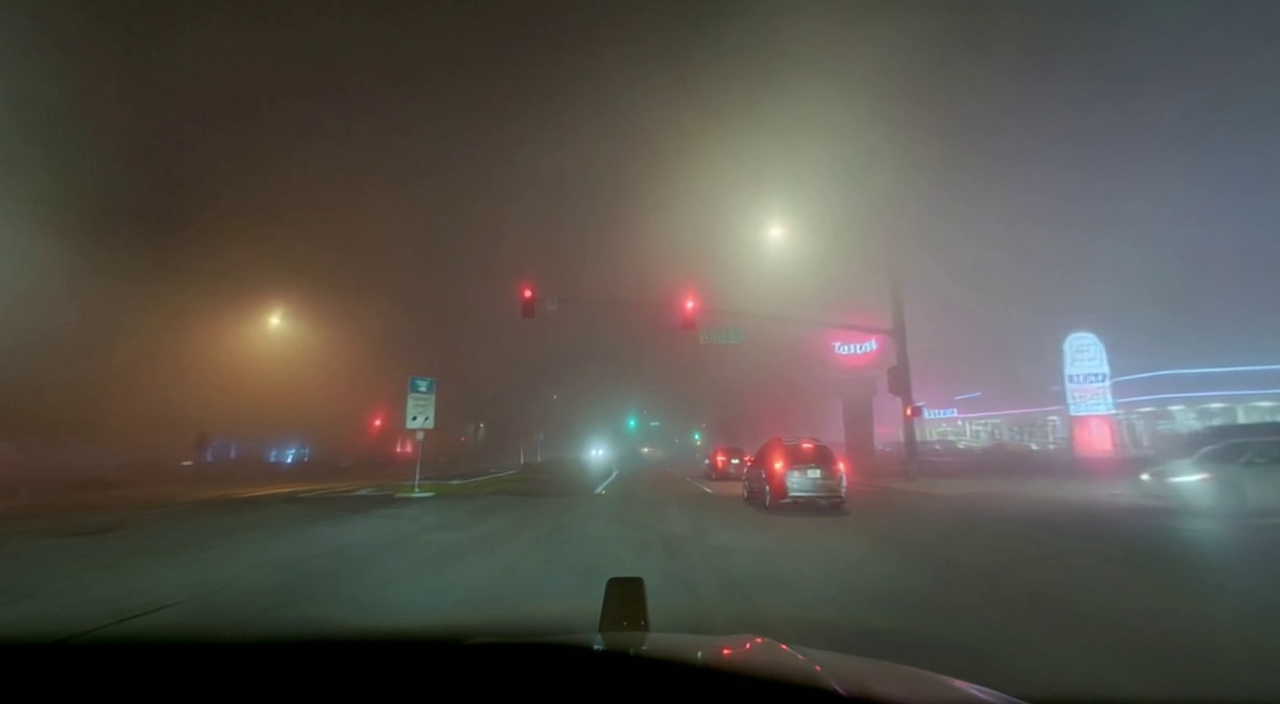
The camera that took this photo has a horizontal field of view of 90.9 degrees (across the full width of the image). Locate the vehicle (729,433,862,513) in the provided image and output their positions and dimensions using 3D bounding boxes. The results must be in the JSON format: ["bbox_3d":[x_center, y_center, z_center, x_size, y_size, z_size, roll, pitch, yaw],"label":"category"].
[{"bbox_3d":[3.329,2.663,14.365,1.931,1.534,4.126,0,-8,0],"label":"vehicle"}]

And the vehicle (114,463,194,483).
[{"bbox_3d":[-38.033,9.458,49.384,4.648,1.484,1.908,0,-9,0],"label":"vehicle"}]

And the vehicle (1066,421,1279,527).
[{"bbox_3d":[10.547,2.089,11.114,4.448,1.640,2.160,0,-8,0],"label":"vehicle"}]

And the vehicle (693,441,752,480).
[{"bbox_3d":[3.372,4.541,26.655,1.870,1.467,4.800,0,-8,0],"label":"vehicle"}]
